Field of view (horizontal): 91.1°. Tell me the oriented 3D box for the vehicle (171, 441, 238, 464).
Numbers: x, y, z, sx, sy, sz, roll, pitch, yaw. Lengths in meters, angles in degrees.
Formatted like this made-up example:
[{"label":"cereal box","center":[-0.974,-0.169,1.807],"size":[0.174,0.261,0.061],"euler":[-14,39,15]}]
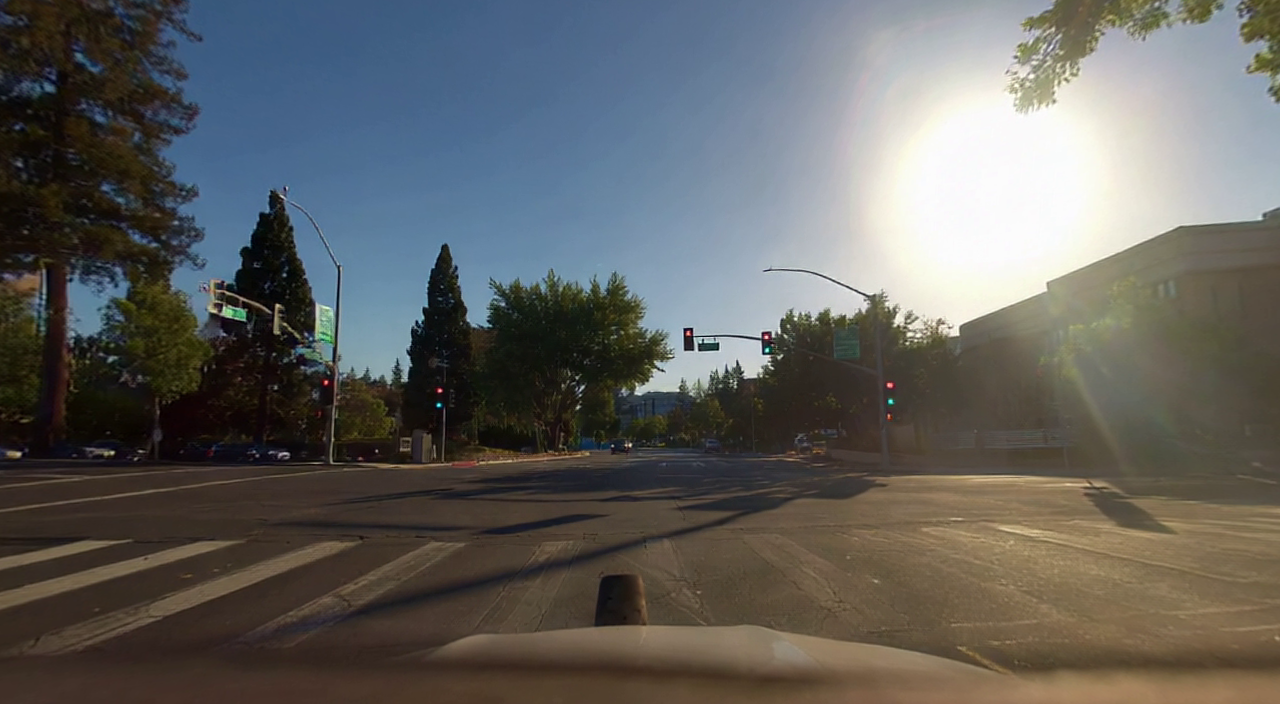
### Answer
[{"label":"vehicle","center":[-29.099,6.707,42.094],"size":[1.696,1.431,3.686],"euler":[-1,-8,3]}]
